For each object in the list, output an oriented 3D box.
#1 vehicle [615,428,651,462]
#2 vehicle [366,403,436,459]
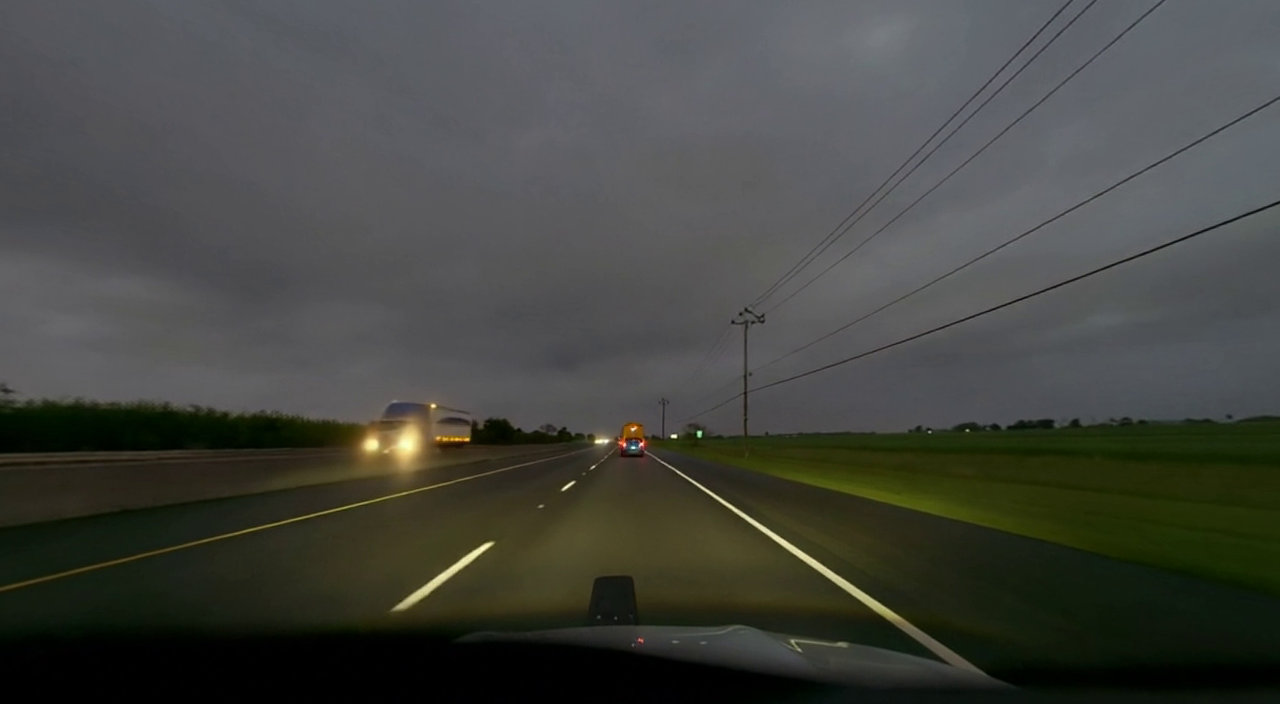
[{"bbox_3d":[-0.506,6.078,41.222,2.240,2.129,4.480,0,-8,-2],"label":"vehicle"},{"bbox_3d":[-17.428,5.853,46.313,2.967,3.820,5.896,0,-8,-2],"label":"vehicle"}]
